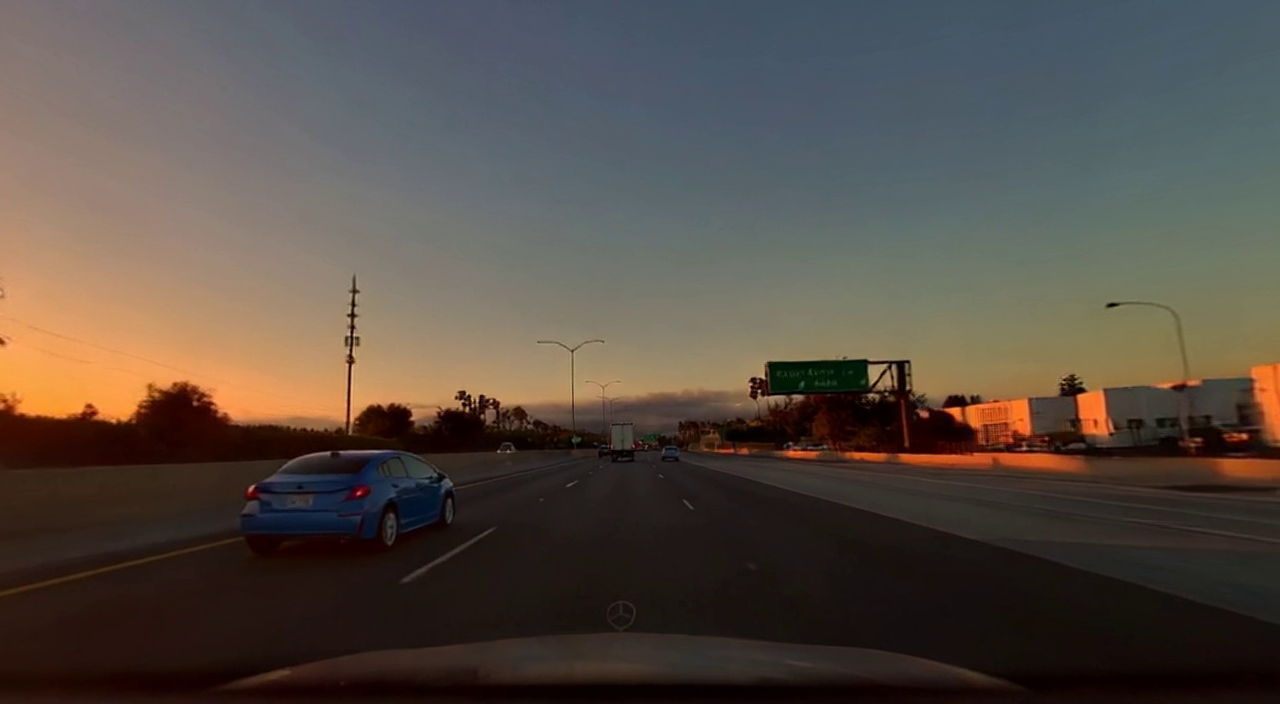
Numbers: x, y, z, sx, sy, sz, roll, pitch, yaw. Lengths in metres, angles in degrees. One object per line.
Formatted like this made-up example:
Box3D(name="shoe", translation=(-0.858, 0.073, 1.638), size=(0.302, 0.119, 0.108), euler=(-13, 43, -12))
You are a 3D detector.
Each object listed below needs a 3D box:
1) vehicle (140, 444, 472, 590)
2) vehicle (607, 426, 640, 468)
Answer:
Box3D(name="vehicle", translation=(-3.931, 1.981, 8.531), size=(2.097, 1.447, 4.291), euler=(0, -9, 1))
Box3D(name="vehicle", translation=(-1.252, 7.275, 48.439), size=(2.364, 2.953, 6.495), euler=(0, -9, -2))
